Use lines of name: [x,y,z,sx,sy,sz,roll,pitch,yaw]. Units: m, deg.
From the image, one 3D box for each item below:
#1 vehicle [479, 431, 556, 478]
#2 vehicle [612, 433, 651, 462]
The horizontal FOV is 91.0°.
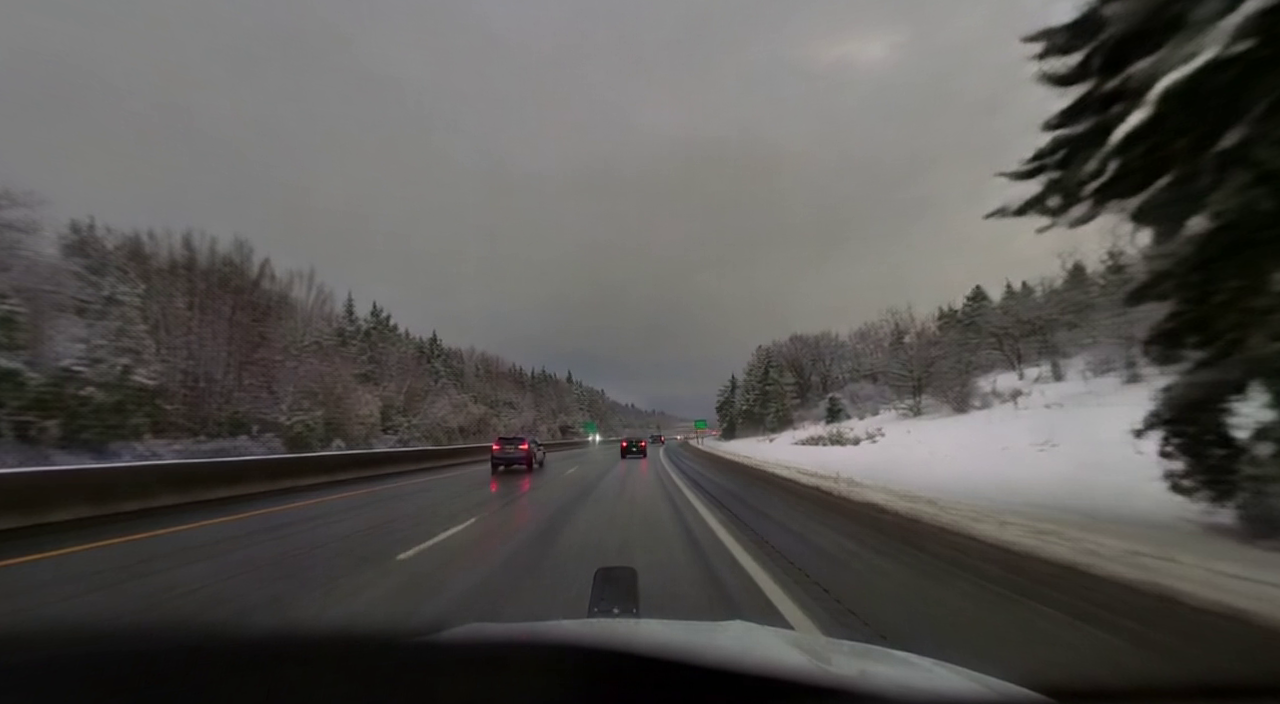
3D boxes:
vehicle: [-4.674,3.979,24.772,2.075,1.653,4.317,-1,-8,1]
vehicle: [-0.498,5.661,37.437,2.146,1.636,4.026,0,-8,-1]
